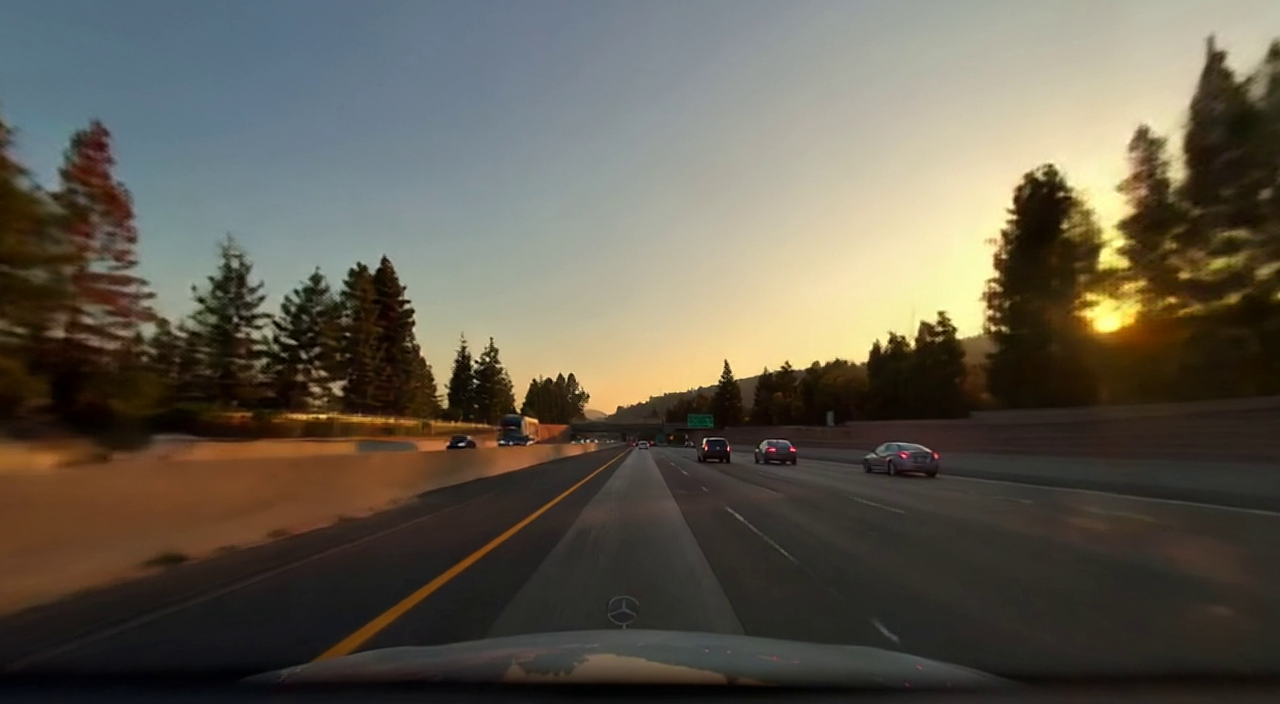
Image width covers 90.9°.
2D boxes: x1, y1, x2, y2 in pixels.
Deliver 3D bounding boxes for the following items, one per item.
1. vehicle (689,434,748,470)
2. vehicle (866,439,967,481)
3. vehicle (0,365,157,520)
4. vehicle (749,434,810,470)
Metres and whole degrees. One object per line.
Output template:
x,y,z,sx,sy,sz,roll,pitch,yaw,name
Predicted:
3.784,4.934,31.236,2.326,1.644,4.206,0,-8,-1,vehicle
10.735,4.216,24.891,1.970,1.479,4.480,0,-8,0,vehicle
-6.591,0.831,5.783,1.511,1.402,3.426,0,-8,1,vehicle
7.280,5.257,33.438,2.178,1.749,4.570,0,-8,-1,vehicle
